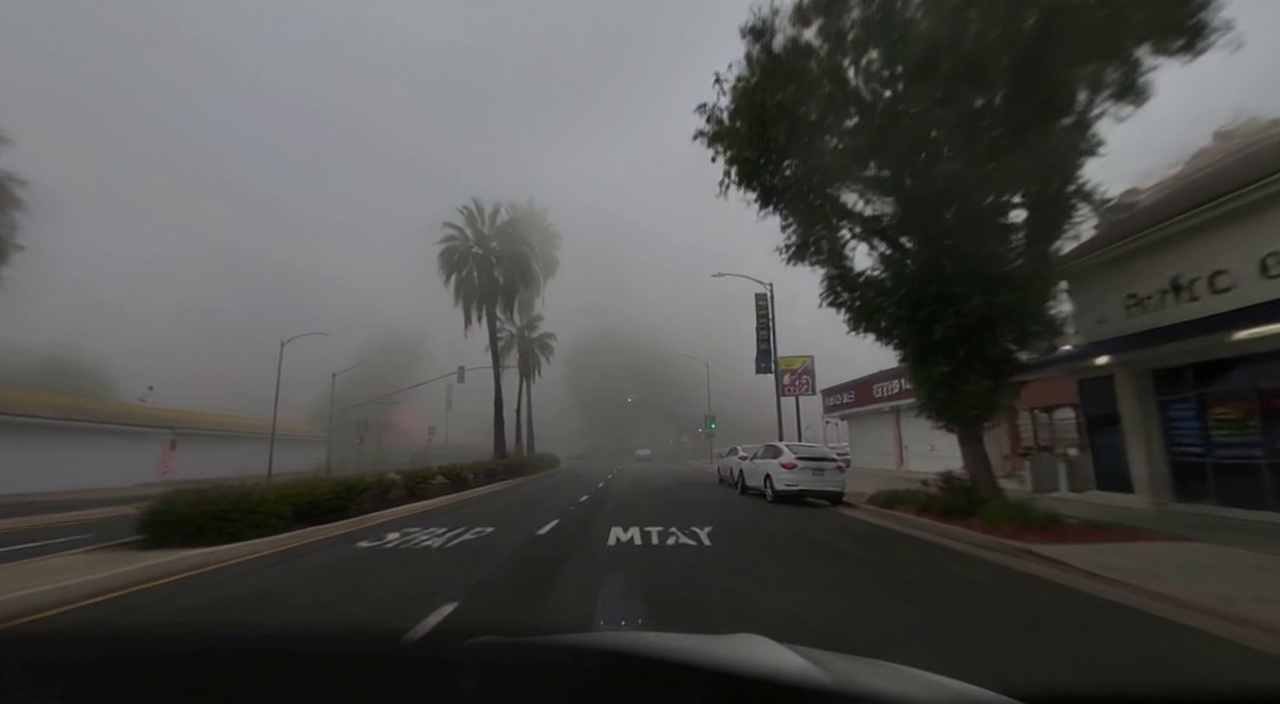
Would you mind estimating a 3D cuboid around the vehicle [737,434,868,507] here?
[{"bbox_3d":[4.118,3.112,16.840,2.089,1.652,4.668,1,-9,-2],"label":"vehicle"}]
